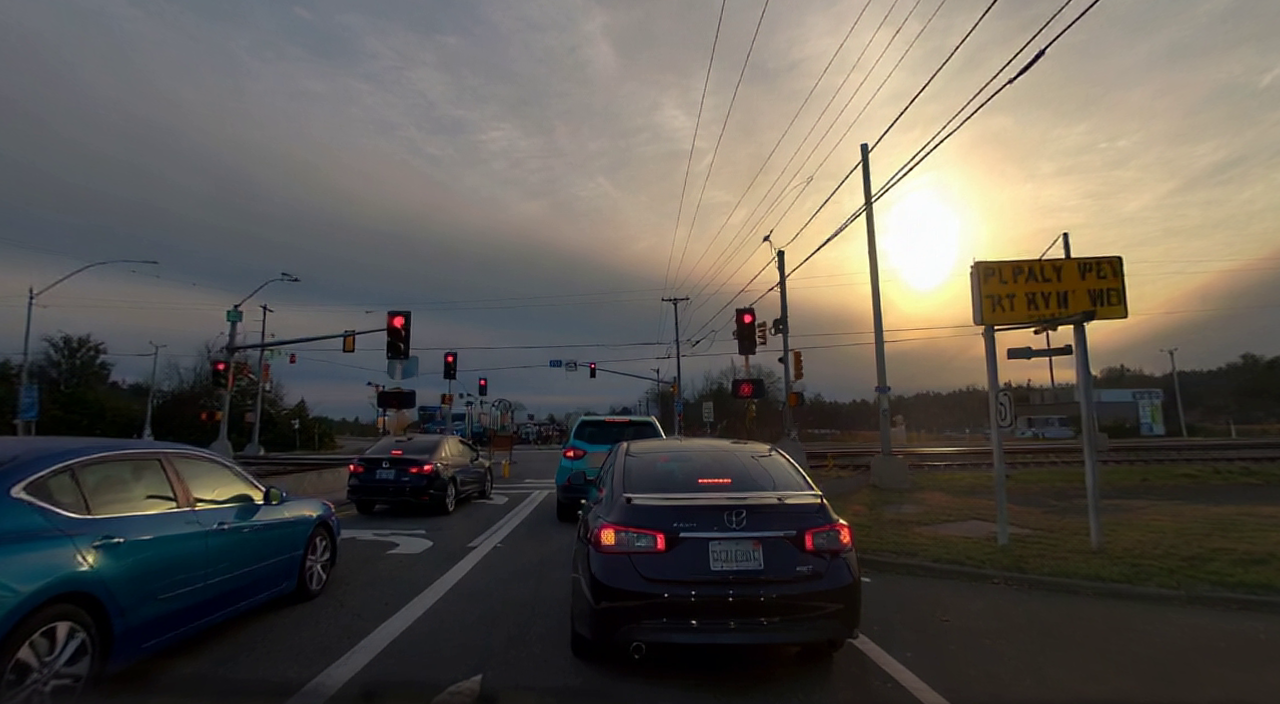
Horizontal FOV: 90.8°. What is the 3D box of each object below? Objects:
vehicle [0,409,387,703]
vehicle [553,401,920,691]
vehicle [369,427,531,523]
[{"bbox_3d":[-3.709,1.249,4.453,1.956,1.468,4.585,0,-9,0],"label":"vehicle"},{"bbox_3d":[0.410,1.333,5.464,1.998,1.529,3.960,1,-9,-4],"label":"vehicle"},{"bbox_3d":[-3.359,2.258,12.080,1.984,1.505,3.982,0,-9,-2],"label":"vehicle"}]
